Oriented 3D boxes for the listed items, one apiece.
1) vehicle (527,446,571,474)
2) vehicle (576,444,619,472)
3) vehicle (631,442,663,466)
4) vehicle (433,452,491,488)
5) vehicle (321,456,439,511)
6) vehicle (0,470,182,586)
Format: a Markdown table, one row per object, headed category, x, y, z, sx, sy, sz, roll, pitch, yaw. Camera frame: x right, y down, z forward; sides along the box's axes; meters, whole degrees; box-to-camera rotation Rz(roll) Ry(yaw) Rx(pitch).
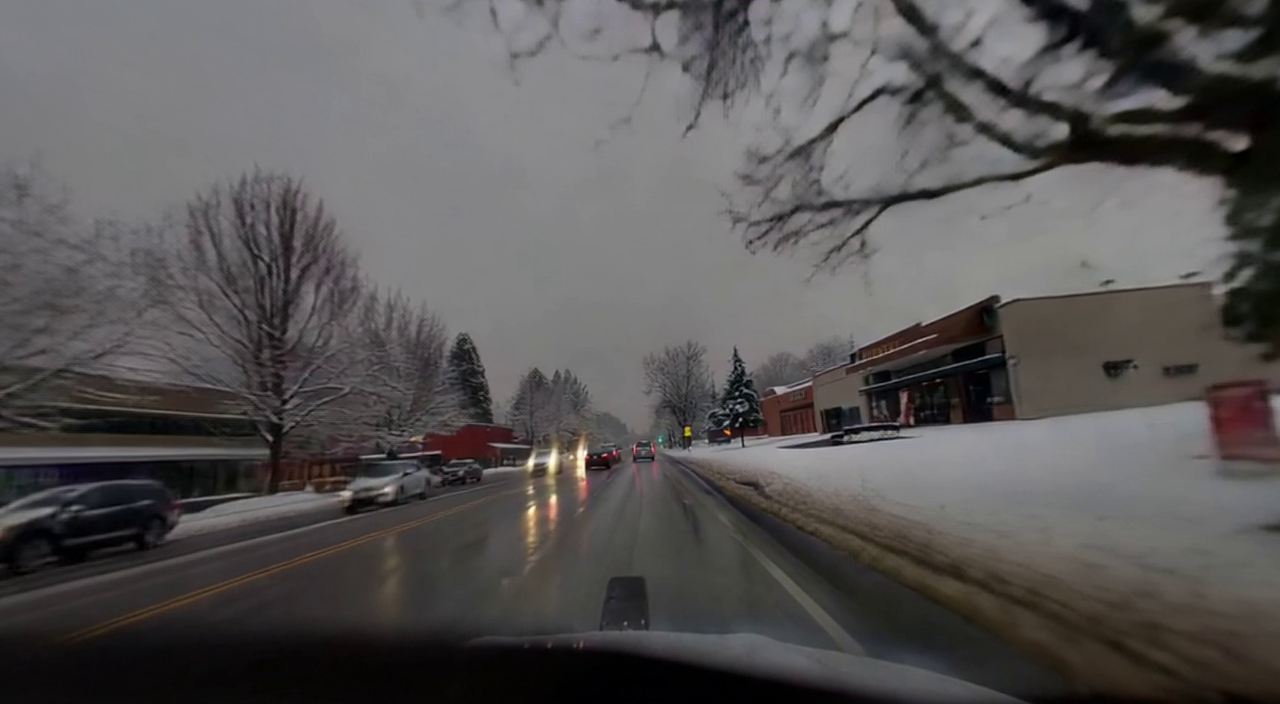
| category | x | y | z | sx | sy | sz | roll | pitch | yaw |
| --- | --- | --- | --- | --- | --- | --- | --- | --- | --- |
| vehicle | -5.552 | 6.654 | 39.085 | 2.045 | 1.619 | 3.973 | -1 | -8 | 2 |
| vehicle | -2.315 | 5.933 | 35.460 | 2.099 | 1.424 | 4.609 | 0 | -8 | 0 |
| vehicle | 0.448 | 6.690 | 41.518 | 2.020 | 1.478 | 3.922 | 0 | -8 | 0 |
| vehicle | -10.889 | 7.211 | 38.930 | 1.978 | 1.640 | 4.695 | -9 | -8 | 1 |
| vehicle | -8.447 | 4.285 | 20.979 | 1.952 | 1.540 | 4.413 | 0 | -8 | 1 |
| vehicle | -11.379 | 3.206 | 11.988 | 1.925 | 1.709 | 4.426 | -1 | -8 | 1 |
